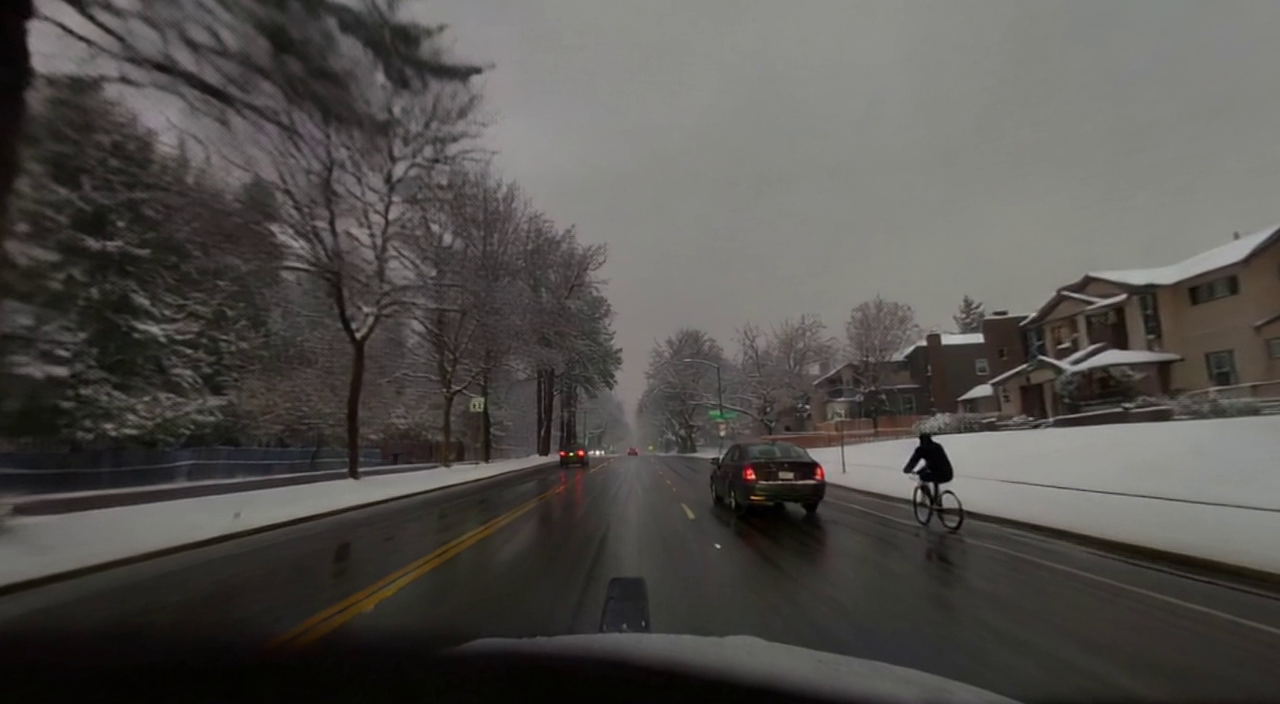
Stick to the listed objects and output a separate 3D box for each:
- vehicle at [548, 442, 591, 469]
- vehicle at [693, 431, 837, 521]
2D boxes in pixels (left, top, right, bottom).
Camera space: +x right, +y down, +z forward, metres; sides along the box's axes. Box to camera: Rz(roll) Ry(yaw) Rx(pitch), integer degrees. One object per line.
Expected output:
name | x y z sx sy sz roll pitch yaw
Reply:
vehicle | -4.075 6.102 37.283 2.011 1.480 4.517 0 -9 0
vehicle | 2.319 2.456 13.025 1.992 1.511 4.464 0 -9 -1
